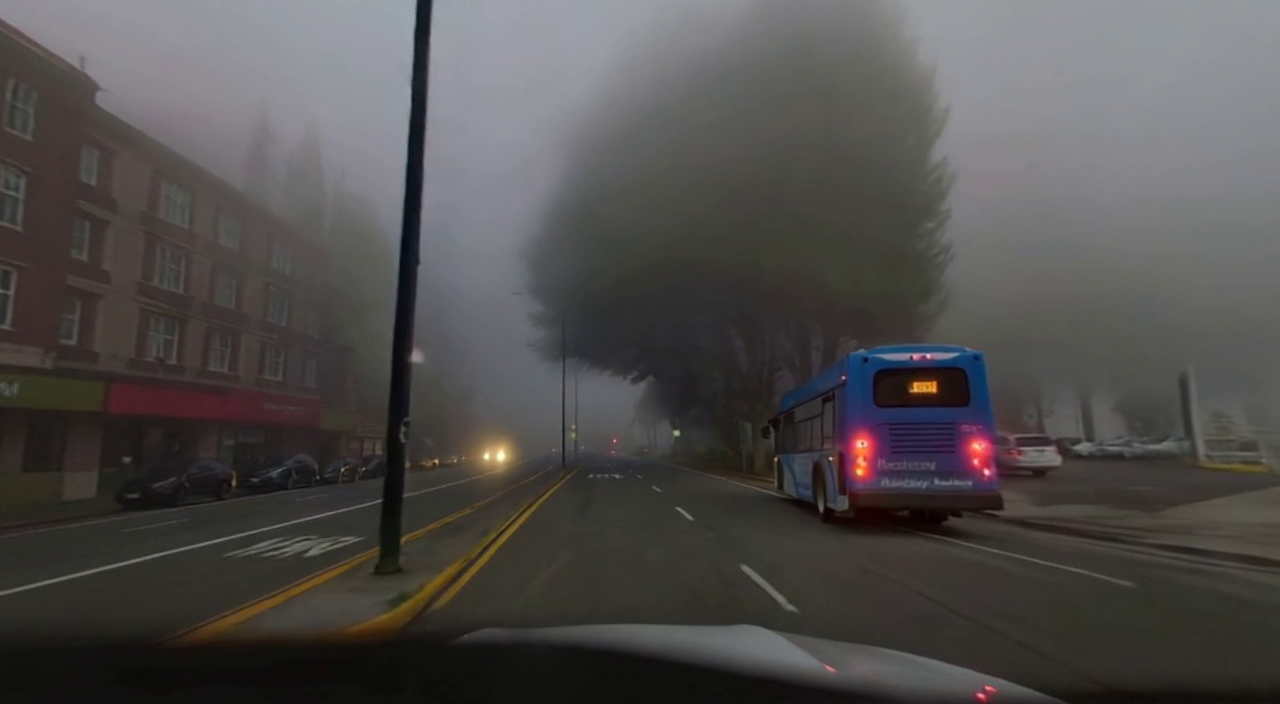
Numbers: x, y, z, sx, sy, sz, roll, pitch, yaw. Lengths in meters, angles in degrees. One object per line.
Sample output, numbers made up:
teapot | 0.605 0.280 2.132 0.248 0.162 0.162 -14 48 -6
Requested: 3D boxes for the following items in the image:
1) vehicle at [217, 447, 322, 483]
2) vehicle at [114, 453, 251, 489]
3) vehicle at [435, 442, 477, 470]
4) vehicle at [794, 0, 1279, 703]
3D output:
vehicle | -19.776 6.032 33.872 4.392 1.800 1.902 0 -8 1
vehicle | -20.777 5.412 28.923 4.592 1.474 1.880 3 -9 -17
vehicle | -14.138 7.966 48.811 2.084 2.027 4.557 0 -8 -3
vehicle | 4.187 0.251 4.244 3.194 3.345 12.428 0 -8 0
